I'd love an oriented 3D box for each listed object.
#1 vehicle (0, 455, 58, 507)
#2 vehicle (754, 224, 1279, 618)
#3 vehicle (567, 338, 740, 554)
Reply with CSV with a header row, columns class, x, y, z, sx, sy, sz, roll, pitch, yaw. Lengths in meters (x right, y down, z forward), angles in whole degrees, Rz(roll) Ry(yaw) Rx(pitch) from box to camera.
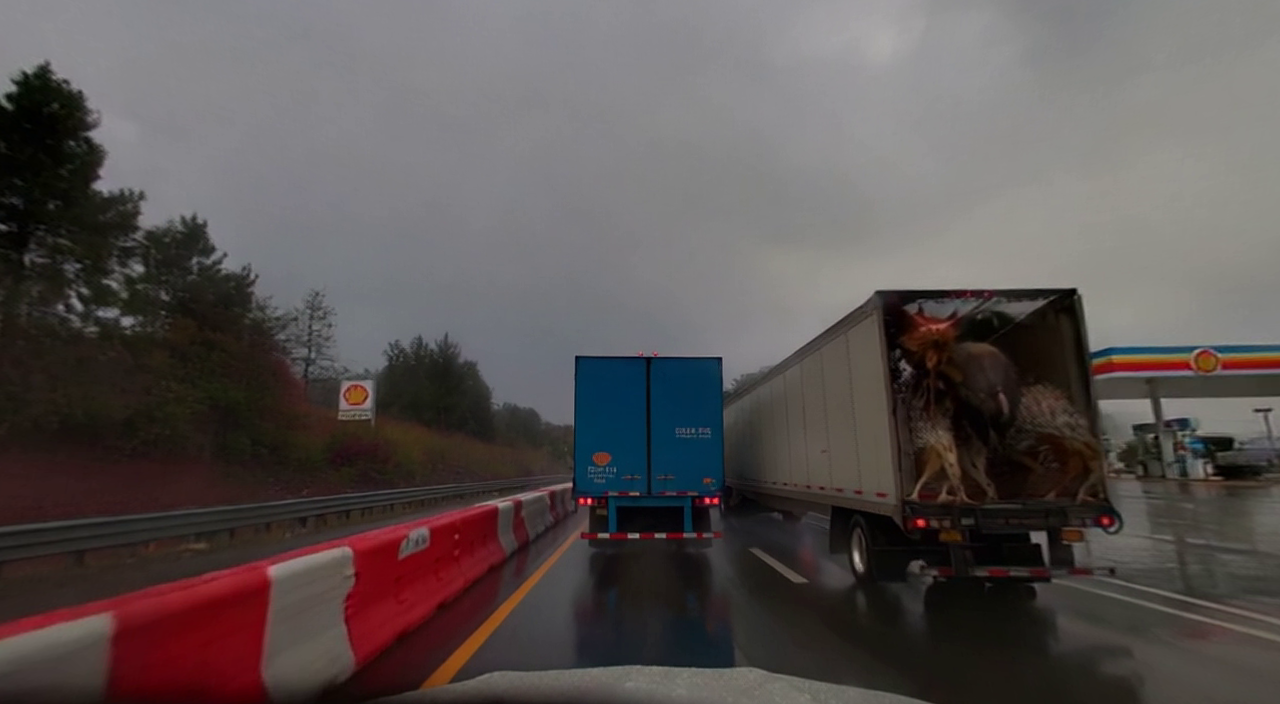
class,x,y,z,sx,sy,sz,roll,pitch,yaw
vehicle,-48.142,9.891,49.180,13.553,3.527,2.924,-10,-15,44
vehicle,4.360,1.404,10.538,2.936,3.640,9.443,1,-10,-1
vehicle,0.217,2.206,14.105,2.618,3.306,8.676,1,-10,0
